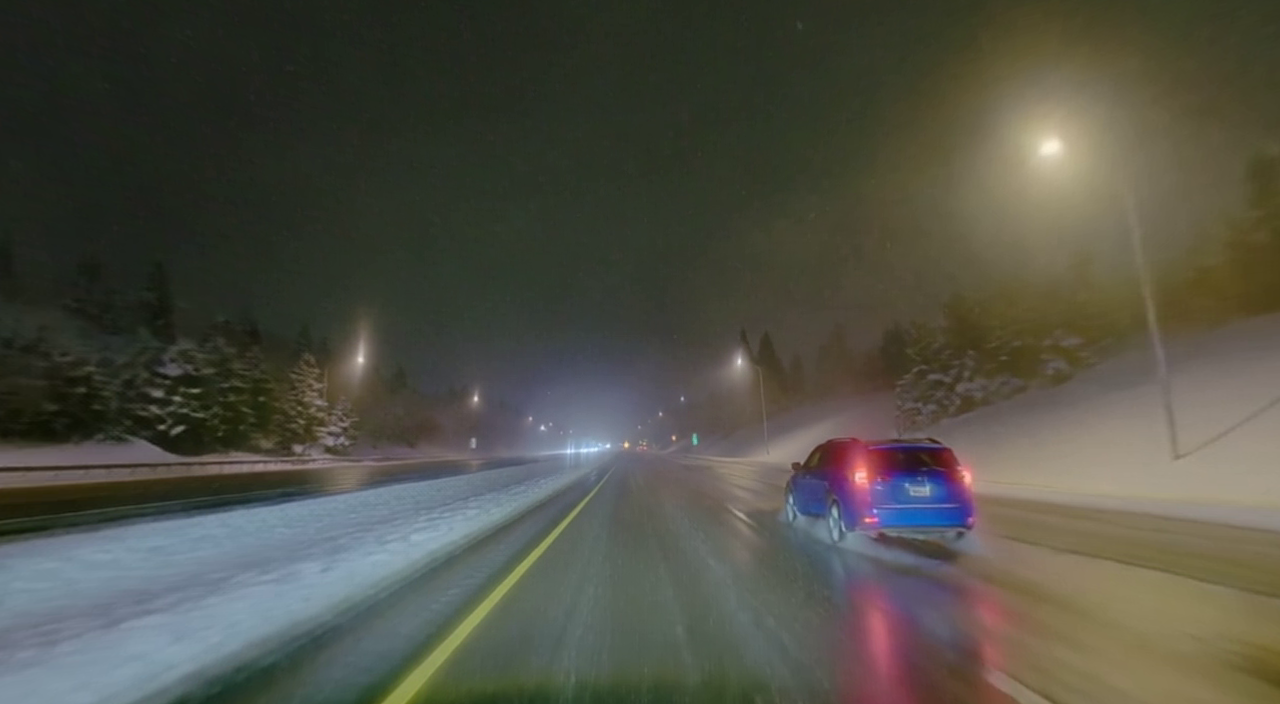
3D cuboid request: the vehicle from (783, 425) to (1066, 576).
[{"bbox_3d":[3.597,1.949,9.021,2.002,1.604,4.265,0,-9,-1],"label":"vehicle"}]
